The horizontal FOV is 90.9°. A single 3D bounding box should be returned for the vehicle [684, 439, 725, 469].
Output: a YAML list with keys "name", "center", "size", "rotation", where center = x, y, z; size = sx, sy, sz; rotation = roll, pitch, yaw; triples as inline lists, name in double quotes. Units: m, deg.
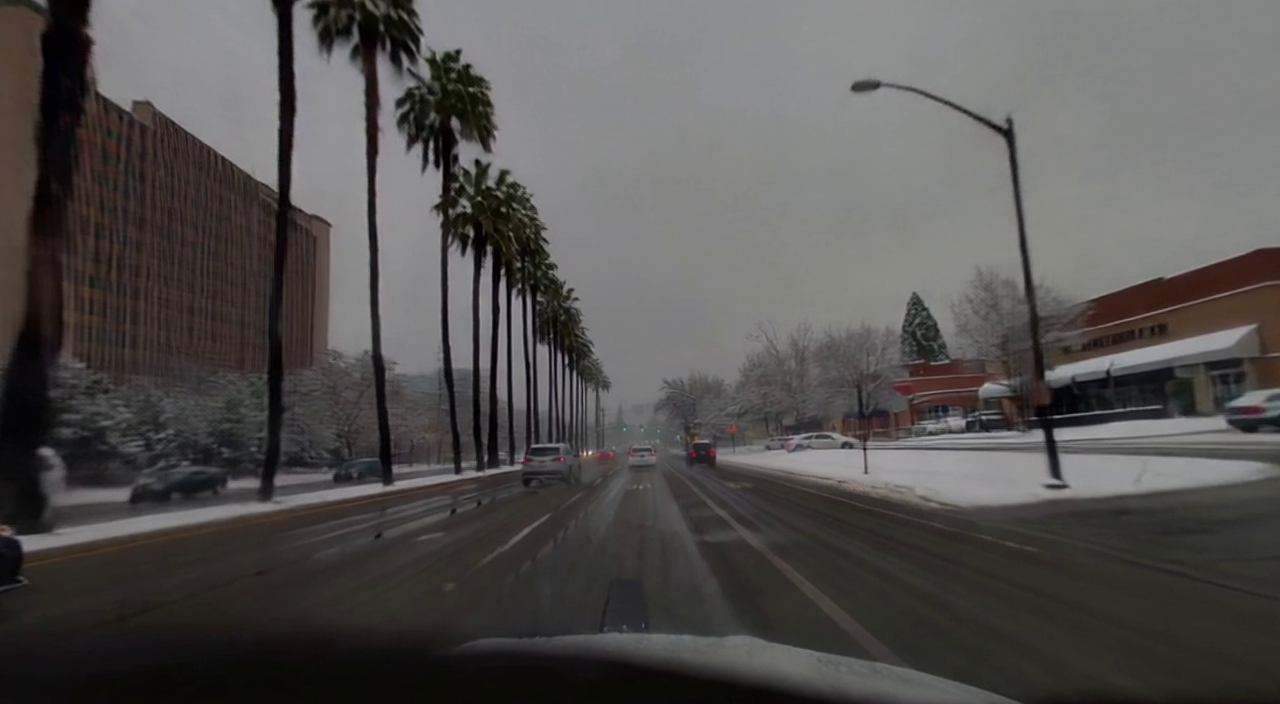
- name: "vehicle"
  center: [4.130, 6.628, 41.100]
  size: [2.108, 1.785, 4.334]
  rotation: [0, -9, -1]

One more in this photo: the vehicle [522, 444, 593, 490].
- name: "vehicle"
  center: [-2.923, 4.177, 23.336]
  size: [1.908, 1.505, 4.369]
  rotation: [-1, -9, 2]

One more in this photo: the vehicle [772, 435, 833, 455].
- name: "vehicle"
  center: [12.366, 7.031, 47.796]
  size: [4.284, 1.450, 1.927]
  rotation: [4, -10, -29]

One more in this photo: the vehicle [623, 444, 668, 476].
- name: "vehicle"
  center: [0.280, 5.523, 32.494]
  size: [2.147, 1.507, 3.953]
  rotation: [-1, -9, 0]

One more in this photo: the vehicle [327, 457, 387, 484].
- name: "vehicle"
  center: [-20.593, 8.621, 46.082]
  size: [2.016, 1.754, 4.826]
  rotation: [-1, -9, 1]

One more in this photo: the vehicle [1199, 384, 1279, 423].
- name: "vehicle"
  center: [27.758, 2.220, 27.358]
  size: [1.663, 1.499, 4.774]
  rotation: [5, -10, -31]

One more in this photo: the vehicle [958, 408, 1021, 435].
- name: "vehicle"
  center: [23.736, 4.748, 42.739]
  size: [4.448, 1.701, 1.954]
  rotation: [6, -11, -37]

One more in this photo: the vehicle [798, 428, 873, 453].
- name: "vehicle"
  center: [12.923, 5.839, 41.639]
  size: [4.749, 1.457, 1.806]
  rotation: [3, -11, -28]
